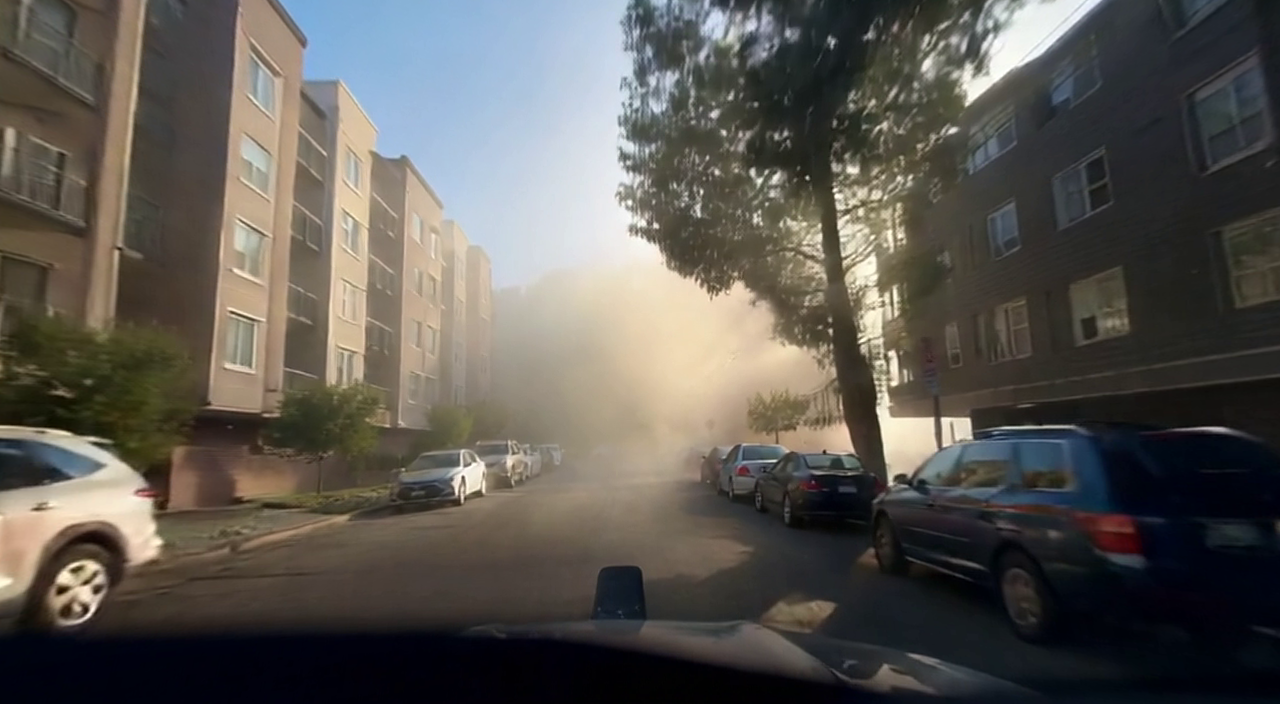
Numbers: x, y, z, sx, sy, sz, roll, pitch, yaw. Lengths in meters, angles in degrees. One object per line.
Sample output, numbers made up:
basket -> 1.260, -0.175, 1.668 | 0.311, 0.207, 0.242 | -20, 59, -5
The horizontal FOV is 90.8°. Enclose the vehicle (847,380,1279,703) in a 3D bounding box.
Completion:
vehicle -> 3.645, 1.346, 5.559 | 2.063, 1.729, 4.538 | 0, -8, 0

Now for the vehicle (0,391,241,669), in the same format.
vehicle -> -5.419, 1.178, 4.099 | 2.244, 1.849, 5.306 | 0, -8, -1

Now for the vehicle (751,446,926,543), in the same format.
vehicle -> 3.340, 2.437, 11.563 | 1.835, 1.420, 4.186 | 0, -8, 0

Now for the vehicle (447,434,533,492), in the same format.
vehicle -> -5.544, 4.137, 23.976 | 2.216, 1.953, 4.553 | 0, -8, -1

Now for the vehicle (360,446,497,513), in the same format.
vehicle -> -5.443, 3.315, 17.069 | 2.119, 1.500, 4.953 | 0, -8, -2
